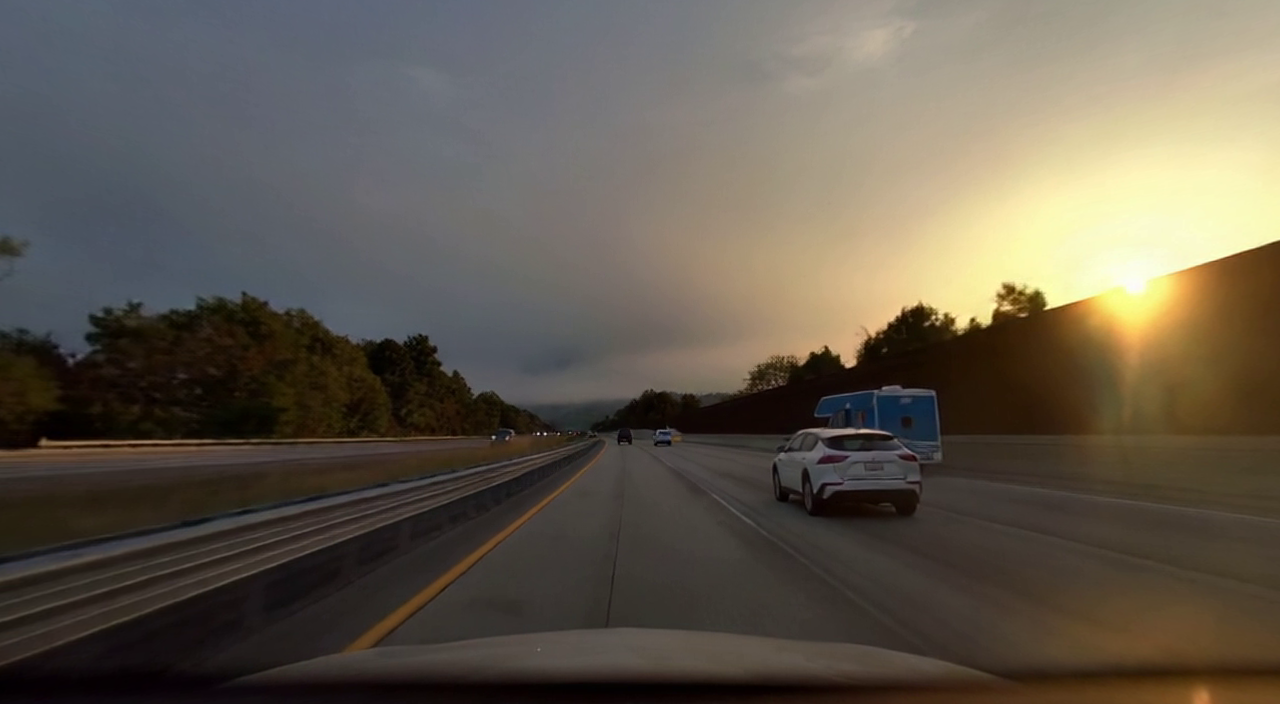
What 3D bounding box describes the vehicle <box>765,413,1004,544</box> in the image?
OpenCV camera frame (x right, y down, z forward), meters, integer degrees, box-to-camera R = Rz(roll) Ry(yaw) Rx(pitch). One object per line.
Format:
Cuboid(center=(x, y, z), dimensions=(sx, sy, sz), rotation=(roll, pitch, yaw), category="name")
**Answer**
Cuboid(center=(3.341, 1.781, 9.586), dimensions=(2.002, 1.569, 3.845), rotation=(0, -8, -1), category="vehicle")
